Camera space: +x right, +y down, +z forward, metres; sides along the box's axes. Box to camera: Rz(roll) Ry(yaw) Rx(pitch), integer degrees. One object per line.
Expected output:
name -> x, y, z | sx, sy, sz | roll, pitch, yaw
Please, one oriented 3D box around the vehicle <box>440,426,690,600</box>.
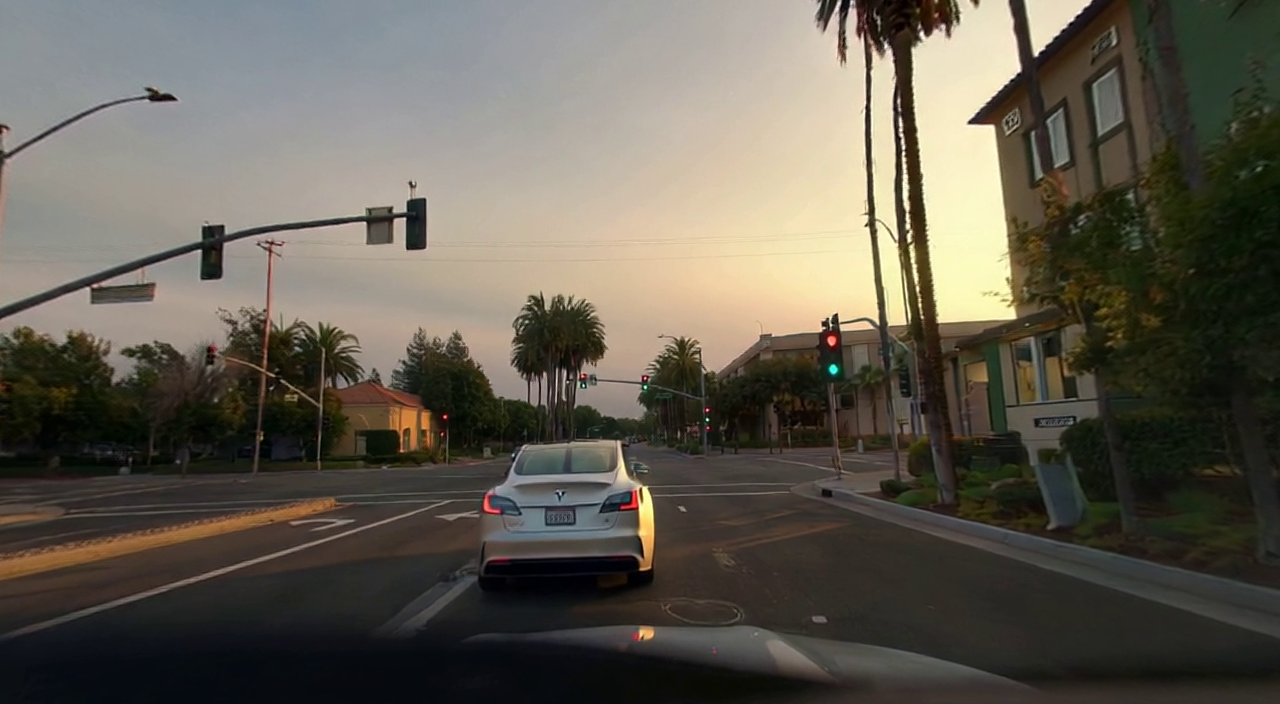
vehicle -> -0.690, 1.708, 7.655 | 2.152, 1.478, 4.229 | 0, -8, -1
